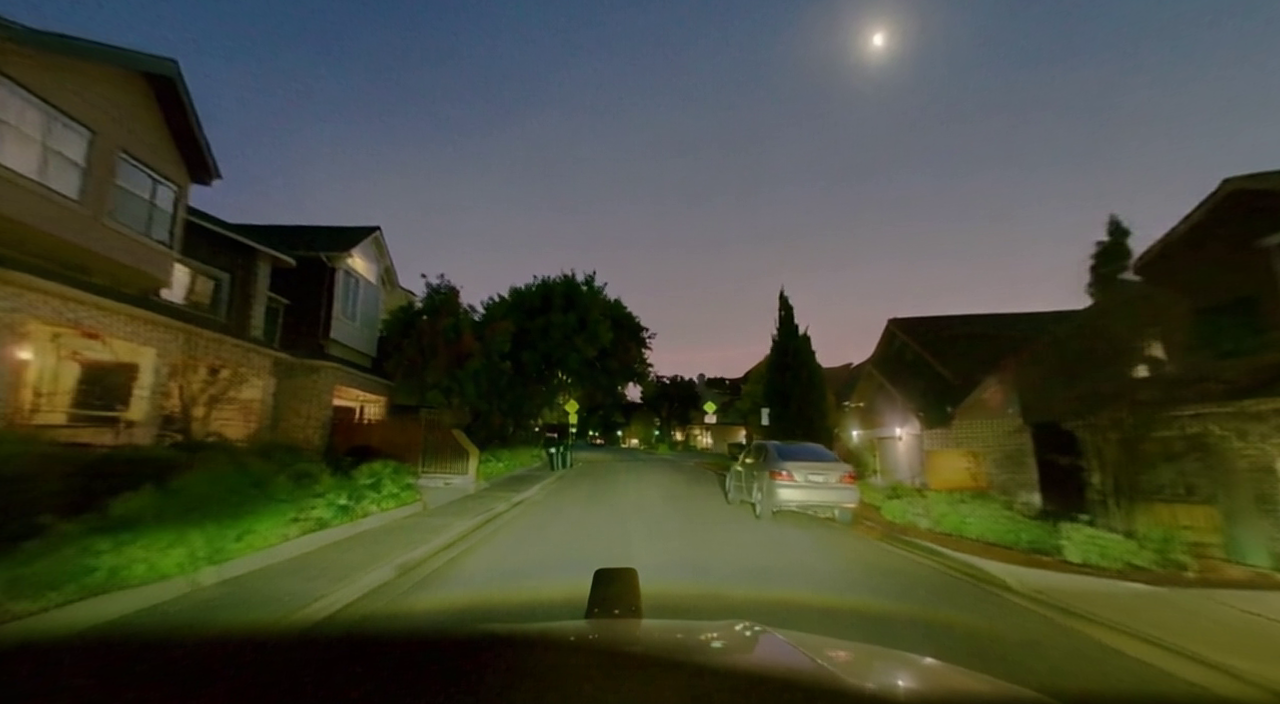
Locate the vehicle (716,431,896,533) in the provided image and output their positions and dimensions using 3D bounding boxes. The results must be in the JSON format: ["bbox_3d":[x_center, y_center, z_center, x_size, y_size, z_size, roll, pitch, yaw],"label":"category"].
[{"bbox_3d":[2.738,2.208,11.476,1.955,1.498,4.046,0,-8,-3],"label":"vehicle"}]
